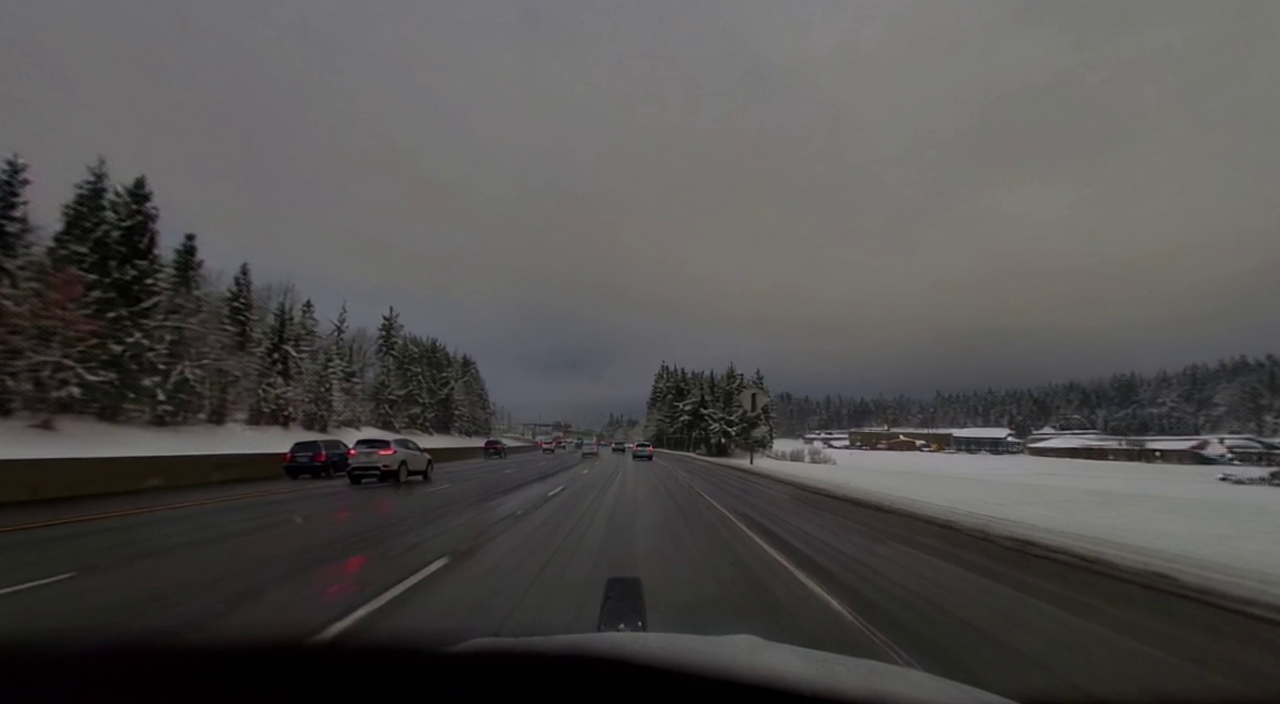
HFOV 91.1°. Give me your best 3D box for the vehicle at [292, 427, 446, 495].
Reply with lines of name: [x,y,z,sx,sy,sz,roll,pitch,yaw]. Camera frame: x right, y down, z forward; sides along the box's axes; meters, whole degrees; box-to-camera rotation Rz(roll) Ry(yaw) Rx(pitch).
vehicle: [-7.623,3.113,18.379,2.238,1.712,5.000,0,-8,0]

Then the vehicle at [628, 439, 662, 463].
vehicle: [0.261,6.521,41.355,2.060,1.465,3.974,0,-8,-2]
